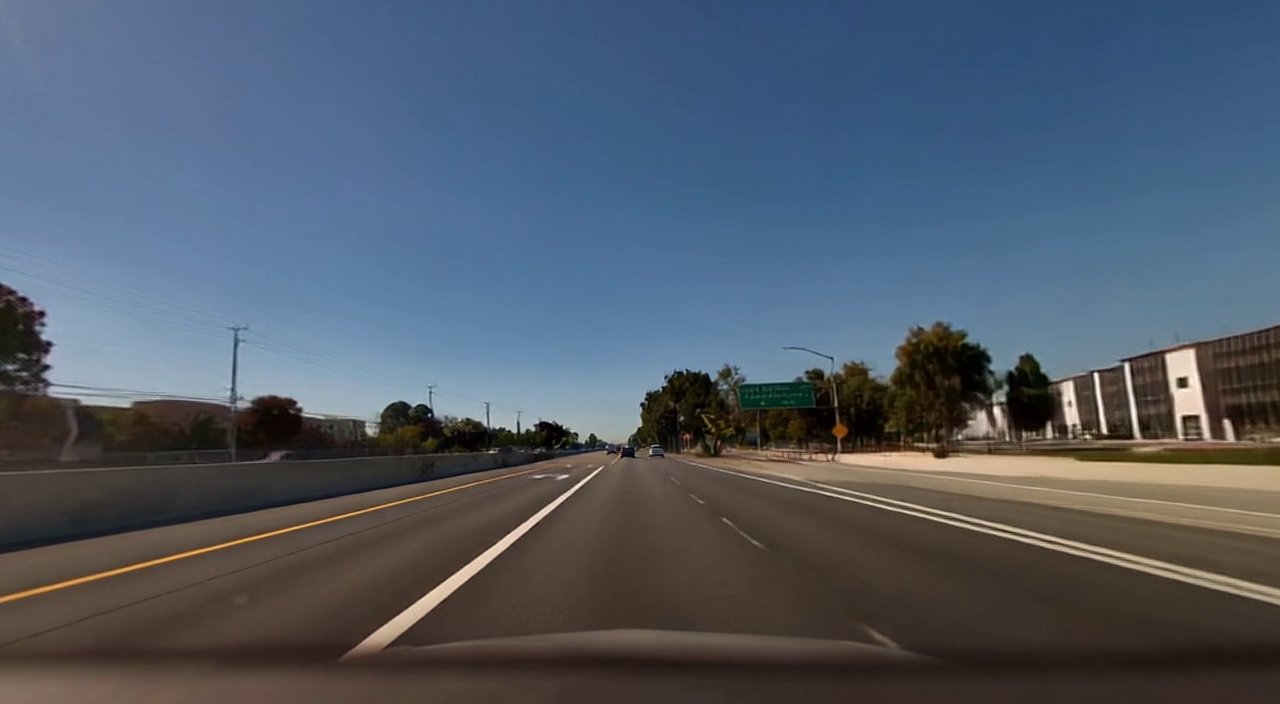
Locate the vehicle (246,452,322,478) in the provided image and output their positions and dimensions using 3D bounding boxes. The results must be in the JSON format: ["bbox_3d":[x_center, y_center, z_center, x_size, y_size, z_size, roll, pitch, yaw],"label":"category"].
[{"bbox_3d":[-22.223,7.036,39.689,1.908,1.506,4.951,0,-9,-1],"label":"vehicle"}]
